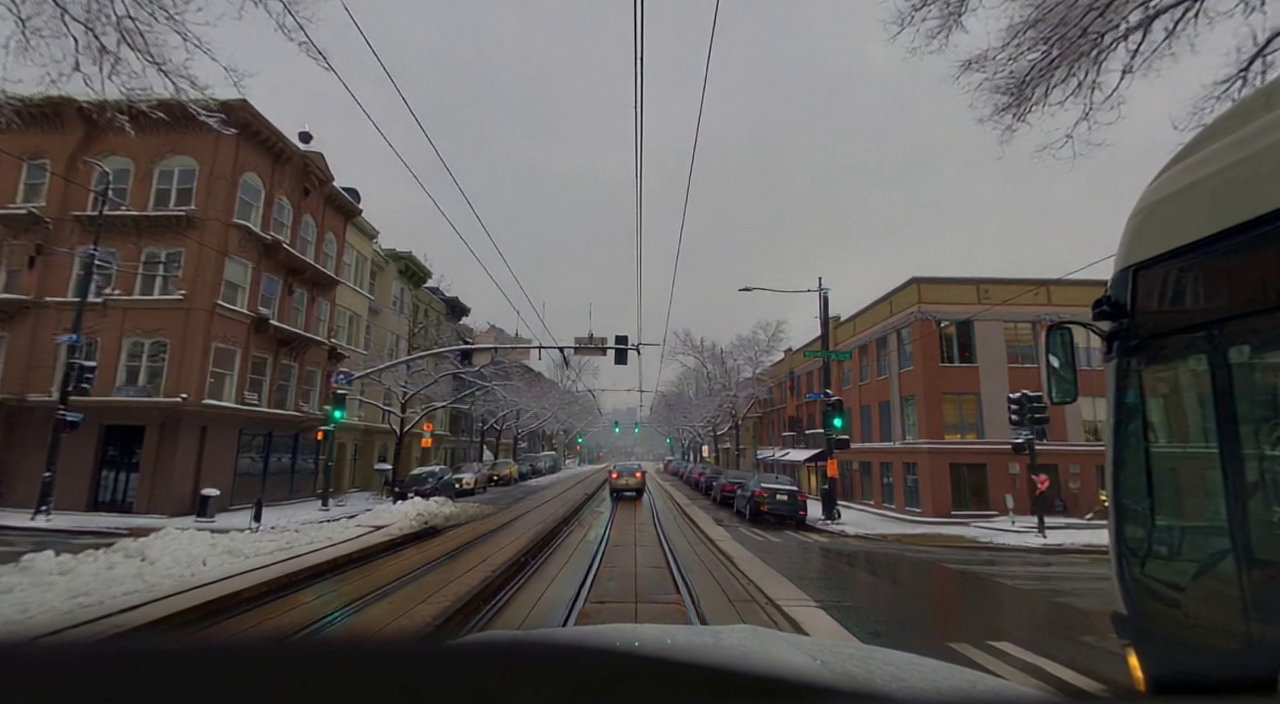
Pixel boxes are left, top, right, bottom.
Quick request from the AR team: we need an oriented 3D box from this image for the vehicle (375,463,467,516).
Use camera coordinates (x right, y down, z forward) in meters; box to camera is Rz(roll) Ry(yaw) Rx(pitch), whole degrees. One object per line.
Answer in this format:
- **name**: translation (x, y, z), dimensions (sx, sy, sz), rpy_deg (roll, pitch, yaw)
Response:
- **vehicle**: translation (-7.442, 4.807, 21.909), dimensions (1.779, 1.588, 3.953), rpy_deg (2, -14, -1)

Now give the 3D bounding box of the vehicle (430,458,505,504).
- **vehicle**: translation (-7.418, 5.579, 27.668), dimensions (1.861, 1.751, 4.550), rpy_deg (1, -10, 2)

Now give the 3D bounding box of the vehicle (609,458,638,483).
- **vehicle**: translation (-1.111, 8.281, 44.312), dimensions (1.966, 1.600, 3.494), rpy_deg (0, -8, 0)

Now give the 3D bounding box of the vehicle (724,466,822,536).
- **vehicle**: translation (3.848, 4.389, 19.107), dimensions (1.929, 1.723, 4.134), rpy_deg (0, -8, -2)

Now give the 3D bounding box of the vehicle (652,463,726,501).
- **vehicle**: translation (2.344, 6.325, 31.024), dimensions (1.984, 1.571, 3.404), rpy_deg (5, -10, -33)
